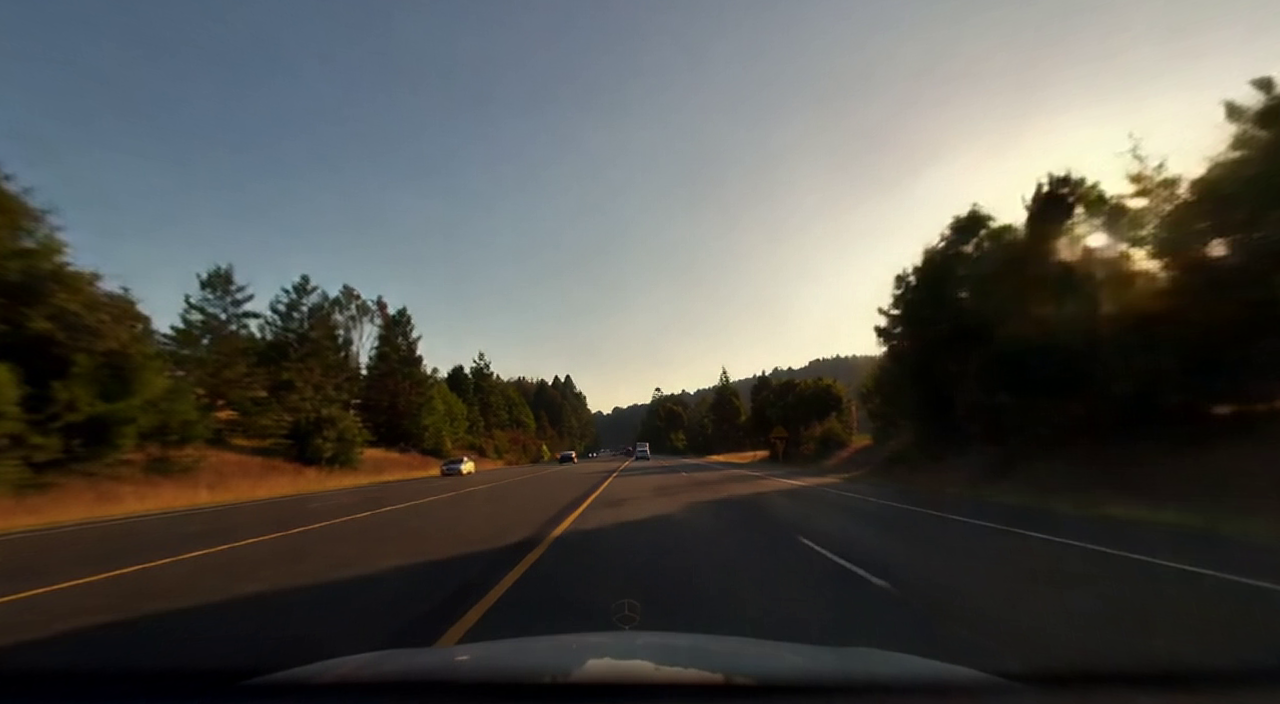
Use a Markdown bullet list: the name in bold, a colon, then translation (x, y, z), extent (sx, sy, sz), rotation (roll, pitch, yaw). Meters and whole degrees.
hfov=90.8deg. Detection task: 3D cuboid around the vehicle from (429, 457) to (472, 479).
- **vehicle**: translation (-14.213, 8.736, 47.613), extent (1.852, 1.514, 4.446), rotation (0, -9, 0)
